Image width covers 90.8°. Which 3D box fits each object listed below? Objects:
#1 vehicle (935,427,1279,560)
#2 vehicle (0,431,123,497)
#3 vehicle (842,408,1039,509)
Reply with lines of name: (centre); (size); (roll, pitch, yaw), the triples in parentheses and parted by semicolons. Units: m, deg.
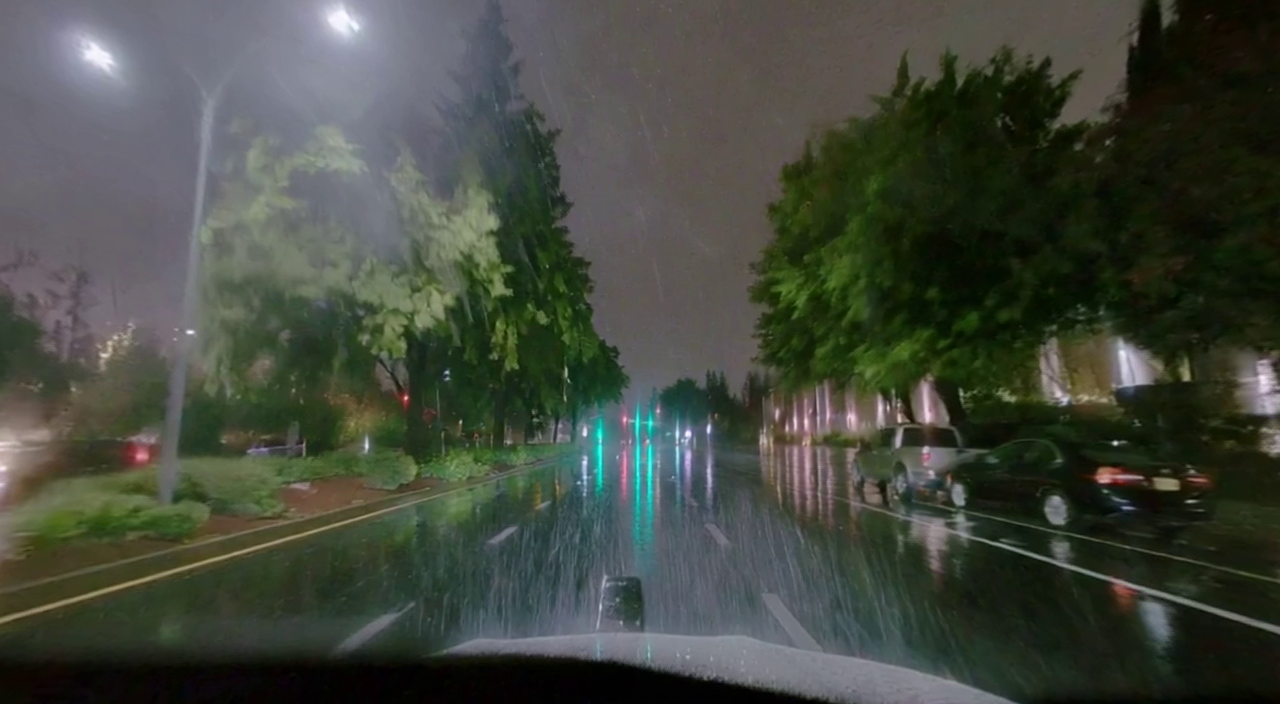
vehicle: (7.087, 2.096, 10.229); (2.135, 1.556, 5.023); (2, -8, -1)
vehicle: (-15.866, 2.778, 15.765); (1.936, 1.519, 4.739); (0, -8, -1)
vehicle: (7.136, 2.614, 15.912); (2.278, 2.069, 5.393); (0, -8, 0)
